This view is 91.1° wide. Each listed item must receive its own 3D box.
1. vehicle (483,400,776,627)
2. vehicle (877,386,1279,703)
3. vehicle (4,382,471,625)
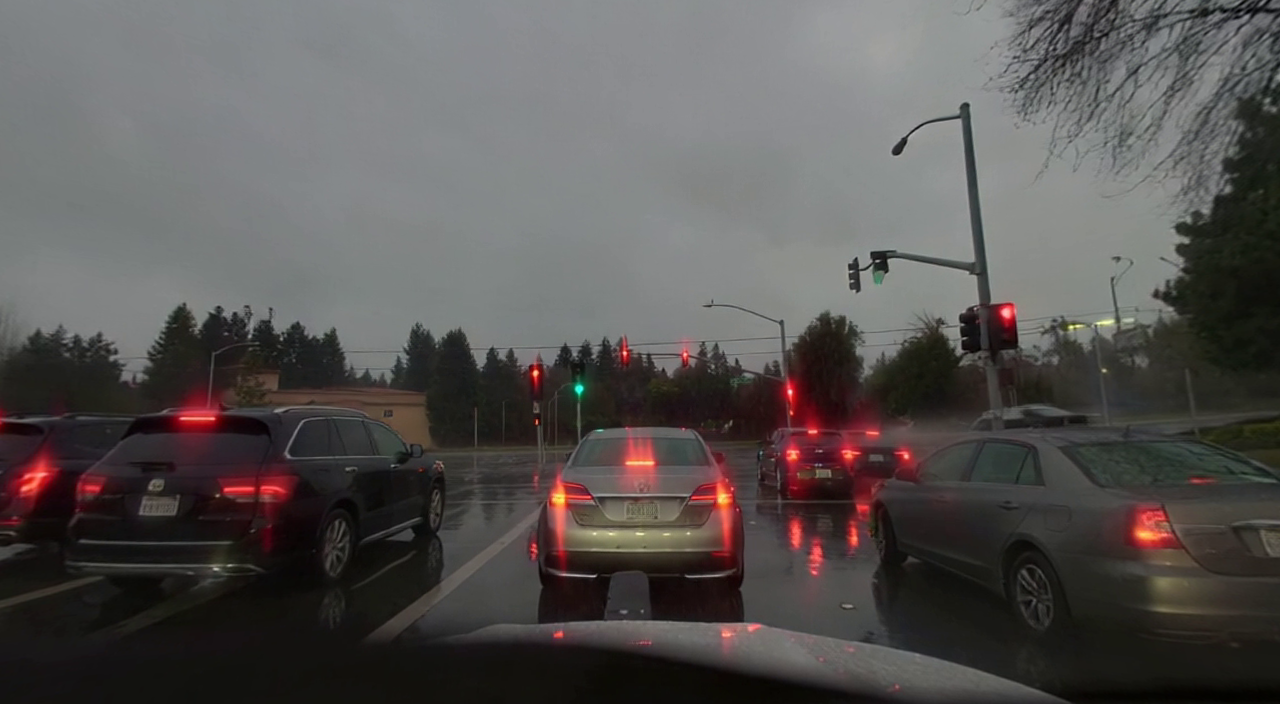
[{"bbox_3d":[-0.052,1.402,6.305,2.047,1.579,3.642,0,-8,1],"label":"vehicle"},{"bbox_3d":[3.591,1.200,4.609,2.010,1.486,4.498,0,-8,1],"label":"vehicle"},{"bbox_3d":[-3.563,1.423,6.845,2.014,1.755,4.360,0,-8,3],"label":"vehicle"}]
